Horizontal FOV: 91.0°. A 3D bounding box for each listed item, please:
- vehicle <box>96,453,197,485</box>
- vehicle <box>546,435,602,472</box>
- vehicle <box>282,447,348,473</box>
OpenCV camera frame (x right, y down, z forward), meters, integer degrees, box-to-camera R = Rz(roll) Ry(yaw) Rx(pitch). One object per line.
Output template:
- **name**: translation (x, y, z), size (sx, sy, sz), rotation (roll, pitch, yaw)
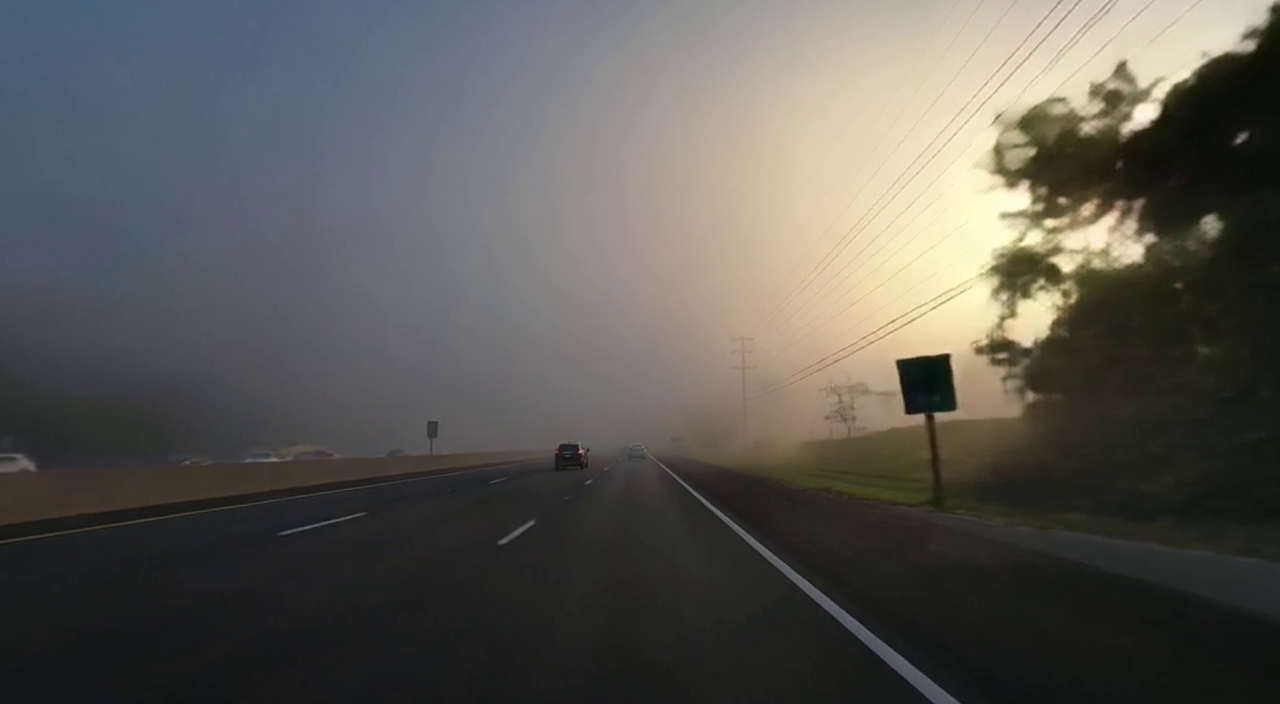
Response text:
- **vehicle**: translation (-28.370, 6.700, 36.434), size (1.971, 1.648, 4.712), rotation (0, -9, 0)
- **vehicle**: translation (-3.702, 5.810, 36.297), size (2.577, 1.939, 5.408), rotation (0, -9, 1)
- **vehicle**: translation (-24.370, 8.105, 47.531), size (2.001, 1.787, 5.480), rotation (0, -9, 0)
